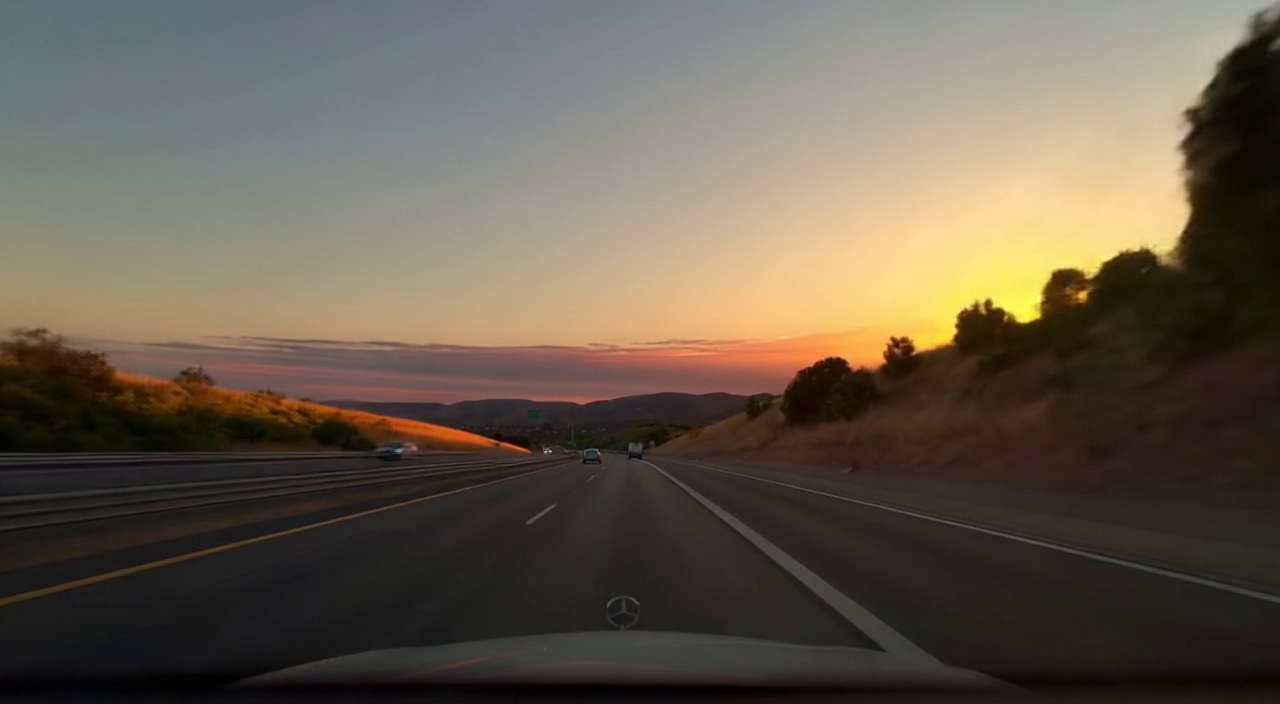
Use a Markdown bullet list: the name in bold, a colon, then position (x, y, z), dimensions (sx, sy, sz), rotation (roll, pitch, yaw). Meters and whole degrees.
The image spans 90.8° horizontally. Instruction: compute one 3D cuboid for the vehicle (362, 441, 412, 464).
- **vehicle**: position (-18.171, 7.220, 45.548), dimensions (1.840, 1.556, 4.355), rotation (0, -9, -1)
